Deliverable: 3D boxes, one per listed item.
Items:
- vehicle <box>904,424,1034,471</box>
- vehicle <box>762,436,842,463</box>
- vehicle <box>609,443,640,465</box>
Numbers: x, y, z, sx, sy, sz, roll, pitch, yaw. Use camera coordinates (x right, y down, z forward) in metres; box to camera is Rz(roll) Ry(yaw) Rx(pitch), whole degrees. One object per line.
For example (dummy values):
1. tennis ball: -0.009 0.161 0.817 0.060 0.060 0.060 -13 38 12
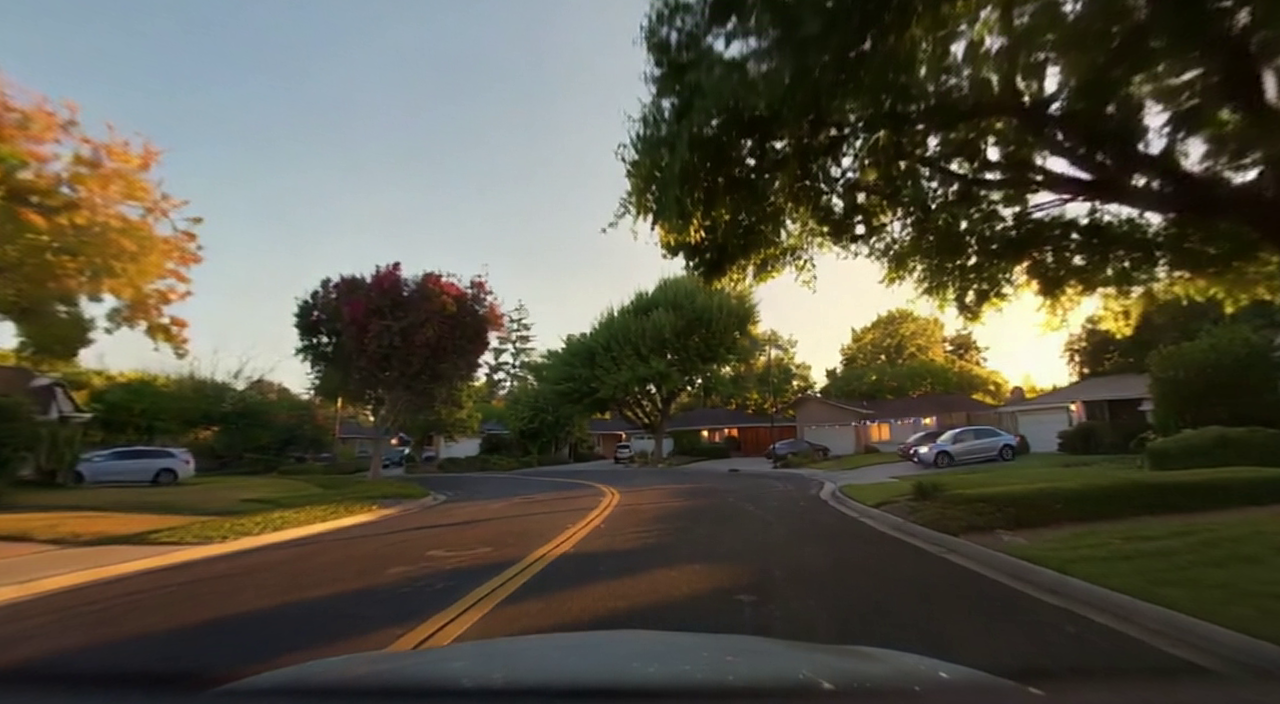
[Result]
1. vehicle: 13.962 4.109 27.024 4.327 1.573 1.967 -5 -10 4
2. vehicle: 10.705 6.436 41.691 4.799 1.451 2.144 1 -8 -26
3. vehicle: -1.185 7.931 49.456 1.819 1.442 4.329 -2 -6 7
